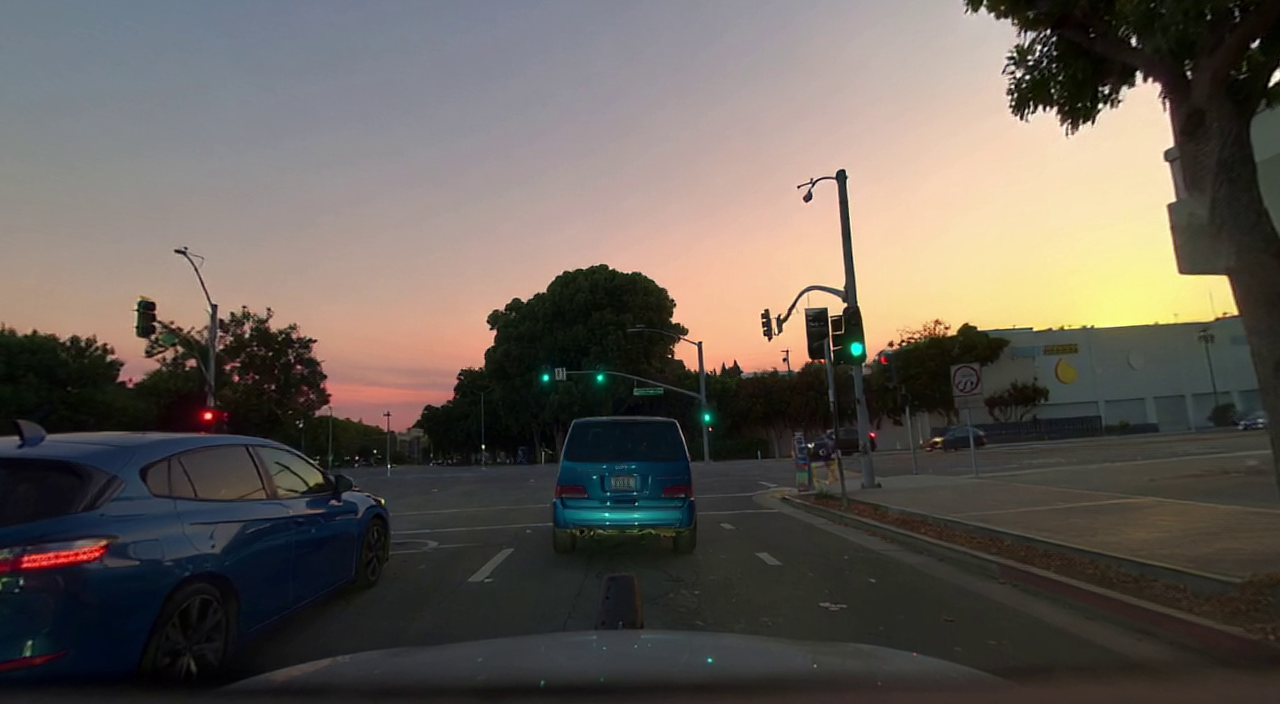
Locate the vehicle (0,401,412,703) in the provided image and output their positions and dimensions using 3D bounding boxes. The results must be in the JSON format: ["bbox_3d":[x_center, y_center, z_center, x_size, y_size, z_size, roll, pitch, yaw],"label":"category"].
[{"bbox_3d":[-3.386,1.259,4.563,2.011,1.527,4.008,0,-8,-1],"label":"vehicle"}]

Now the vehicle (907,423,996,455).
[{"bbox_3d":[16.361,4.590,33.247,3.830,1.545,2.006,3,-9,-19],"label":"vehicle"}]

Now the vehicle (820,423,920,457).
[{"bbox_3d":[12.762,4.906,35.104,4.872,1.806,2.107,3,-9,-19],"label":"vehicle"}]

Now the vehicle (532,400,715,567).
[{"bbox_3d":[-0.188,1.798,9.340,2.059,1.877,4.249,0,-8,0],"label":"vehicle"}]
